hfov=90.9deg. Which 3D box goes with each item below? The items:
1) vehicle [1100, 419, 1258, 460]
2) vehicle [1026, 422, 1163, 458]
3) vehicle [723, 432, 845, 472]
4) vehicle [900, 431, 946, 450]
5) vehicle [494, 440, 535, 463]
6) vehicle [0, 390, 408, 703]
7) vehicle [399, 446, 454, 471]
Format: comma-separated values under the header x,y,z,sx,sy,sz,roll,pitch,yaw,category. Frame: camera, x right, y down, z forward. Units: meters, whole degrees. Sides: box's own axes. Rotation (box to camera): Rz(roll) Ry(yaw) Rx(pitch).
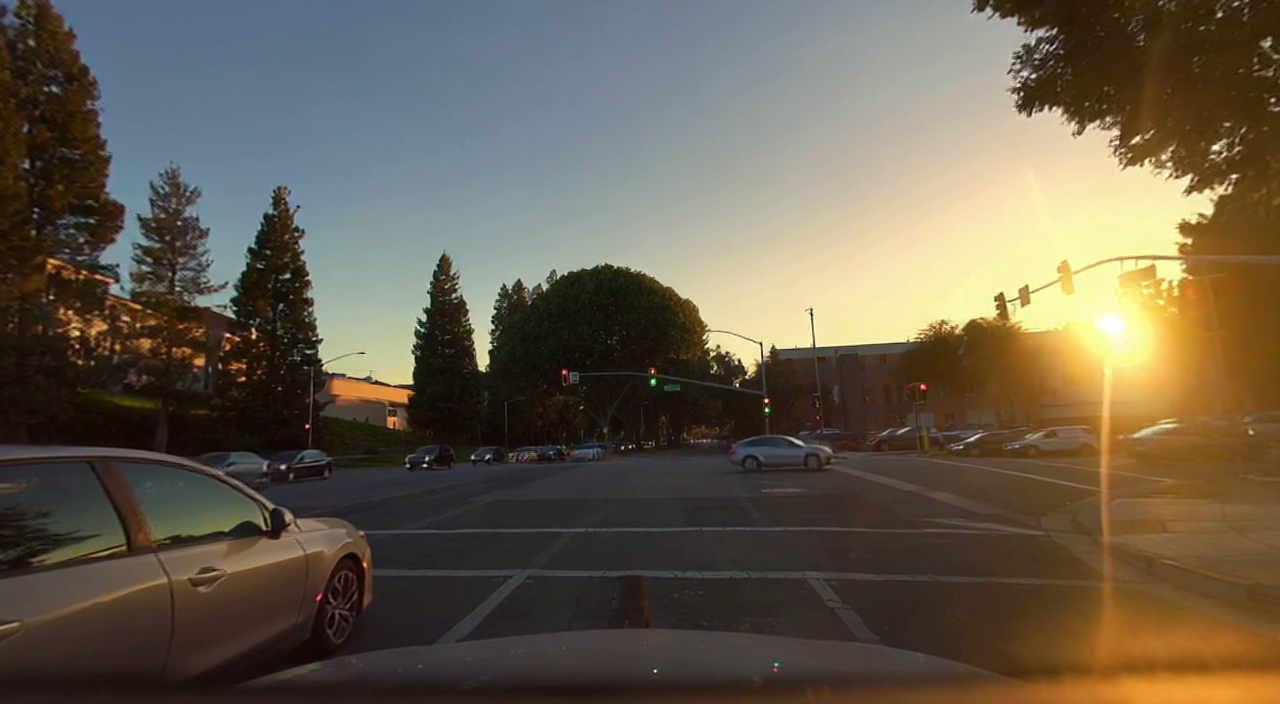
x,y,z,sx,sy,sz,roll,pitch,yaw,category
20.658,3.382,24.319,4.180,1.478,1.986,0,-8,1,vehicle
19.902,3.861,27.729,4.552,1.492,2.002,0,-9,-4,vehicle
5.706,3.956,25.060,4.364,1.450,1.841,-4,-9,26,vehicle
22.448,6.993,49.860,1.930,1.410,4.313,-8,-12,43,vehicle
-9.684,7.712,48.982,1.905,1.724,4.449,-1,-8,5,vehicle
-2.944,1.000,2.830,1.924,1.482,4.734,0,-8,1,vehicle
-14.003,6.986,41.537,1.935,1.554,3.995,-1,-8,5,vehicle
